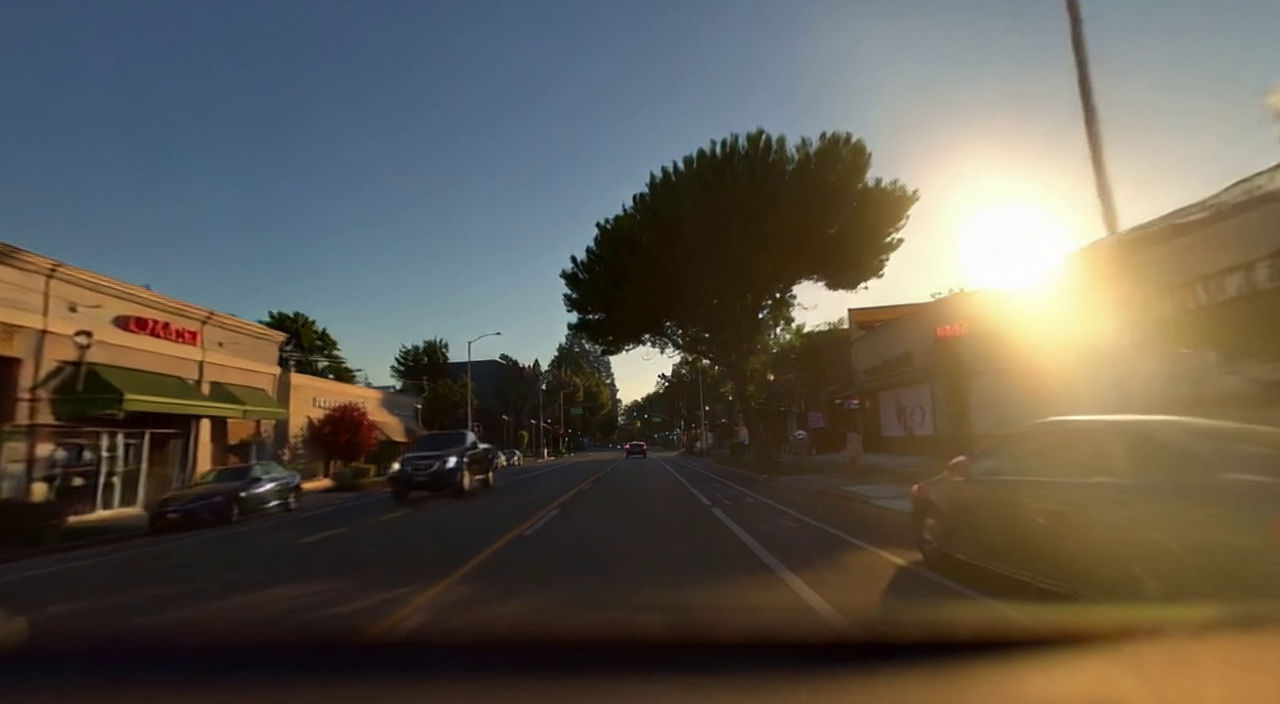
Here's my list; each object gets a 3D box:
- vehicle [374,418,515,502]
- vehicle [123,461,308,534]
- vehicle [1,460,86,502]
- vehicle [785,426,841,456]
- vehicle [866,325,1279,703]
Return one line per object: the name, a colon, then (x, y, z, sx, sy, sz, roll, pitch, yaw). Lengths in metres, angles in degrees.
vehicle: (-5.446, 3.125, 18.687, 2.267, 2.070, 5.719, 0, -8, 1)
vehicle: (-10.478, 3.578, 16.080, 1.846, 1.463, 4.206, 0, -8, -1)
vehicle: (-26.560, 5.668, 28.076, 4.394, 1.609, 1.971, -7, -11, 38)
vehicle: (12.414, 6.490, 45.699, 2.532, 1.997, 5.001, 1, -9, -1)
vehicle: (4.132, 1.205, 5.319, 2.310, 1.933, 5.798, 0, -8, 0)
